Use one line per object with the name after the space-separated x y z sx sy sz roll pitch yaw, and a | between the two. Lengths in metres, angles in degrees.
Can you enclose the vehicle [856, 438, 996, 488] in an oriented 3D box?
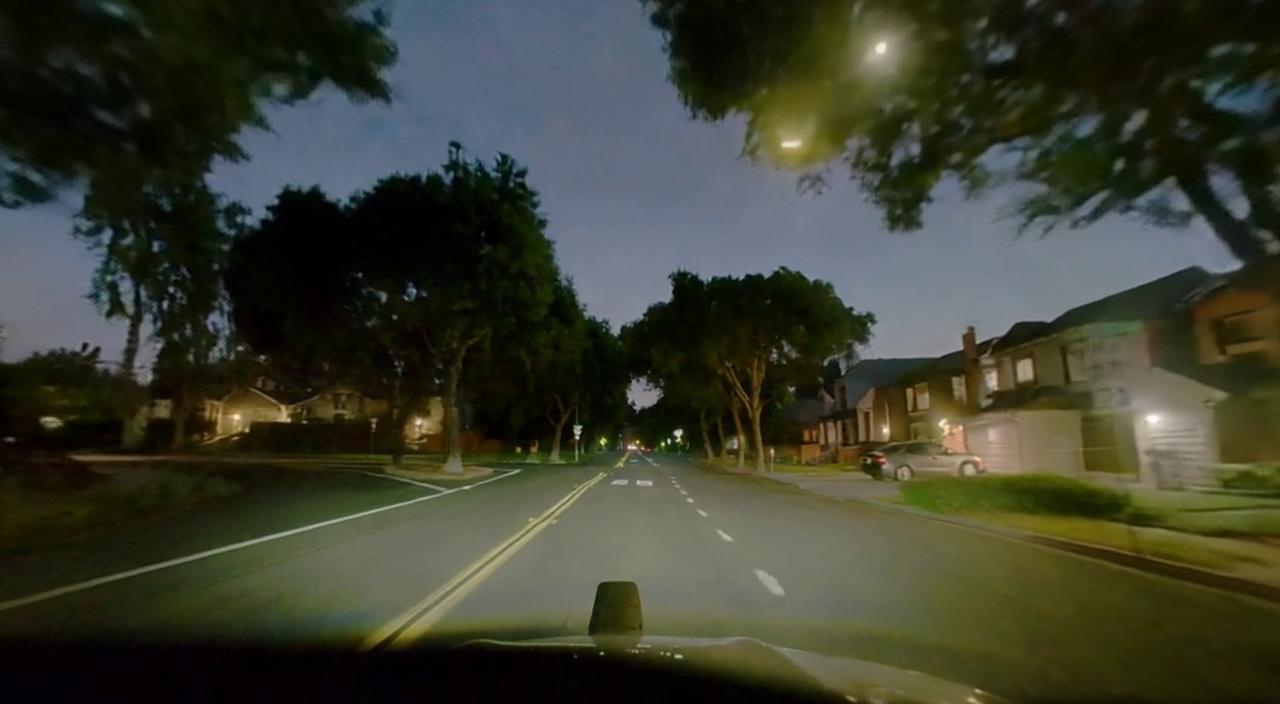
10.962 4.260 24.493 4.453 1.590 1.861 -3 -6 2 | vehicle
